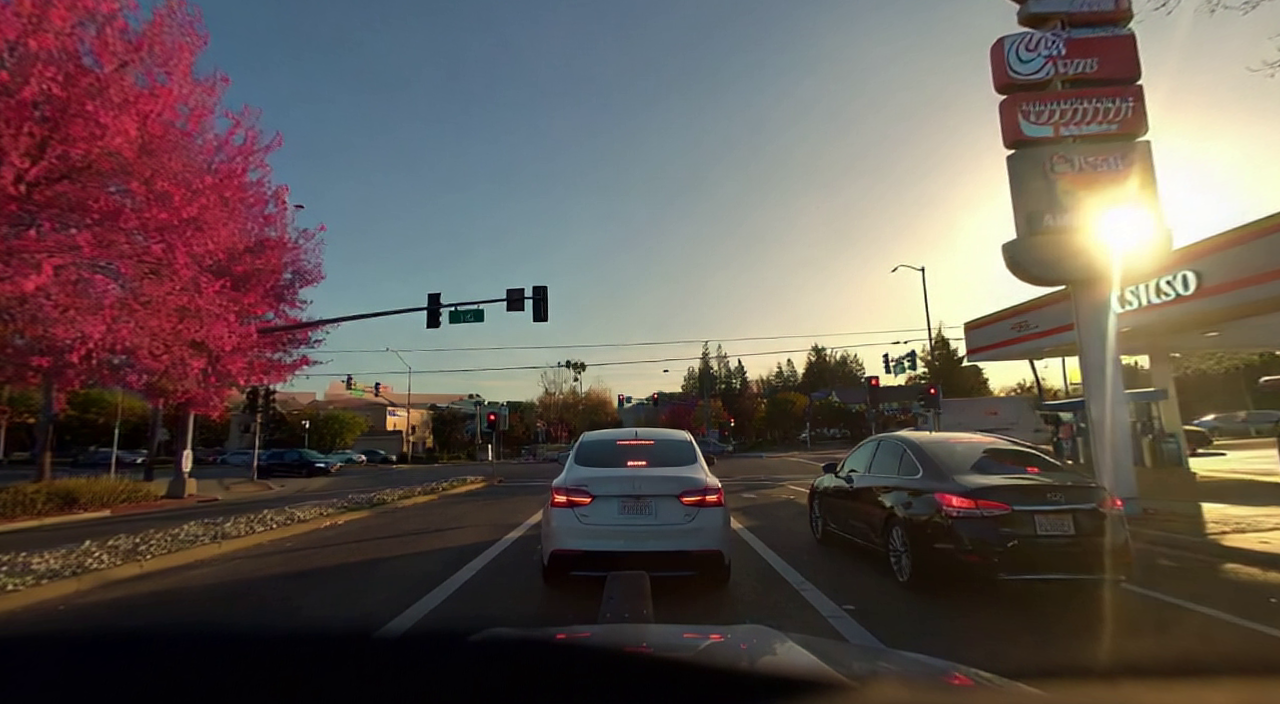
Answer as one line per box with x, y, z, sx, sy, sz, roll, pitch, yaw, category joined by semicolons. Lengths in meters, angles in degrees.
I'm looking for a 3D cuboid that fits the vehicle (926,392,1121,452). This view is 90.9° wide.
26.049;4.899;43.397;10.890;3.868;3.021;-1;-8;7;vehicle

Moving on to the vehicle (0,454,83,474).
-44.295;8.275;46.635;4.511;1.407;1.764;-1;-8;4;vehicle

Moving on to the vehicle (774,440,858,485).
6.526;4.129;23.937;1.942;1.511;4.390;0;-8;0;vehicle

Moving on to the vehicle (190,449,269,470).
-29.454;7.724;45.303;4.466;1.438;1.837;-1;-8;5;vehicle

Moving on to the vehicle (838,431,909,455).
18.113;7.057;49.034;4.656;1.605;1.942;-3;-8;4;vehicle

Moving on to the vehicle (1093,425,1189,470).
18.570;3.506;23.289;4.300;1.495;2.053;8;-12;-43;vehicle

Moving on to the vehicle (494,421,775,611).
-0.062;1.598;7.081;2.213;1.482;4.057;0;-8;-1;vehicle

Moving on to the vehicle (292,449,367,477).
-18.375;6.512;37.200;4.609;1.465;1.944;-6;-10;36;vehicle
